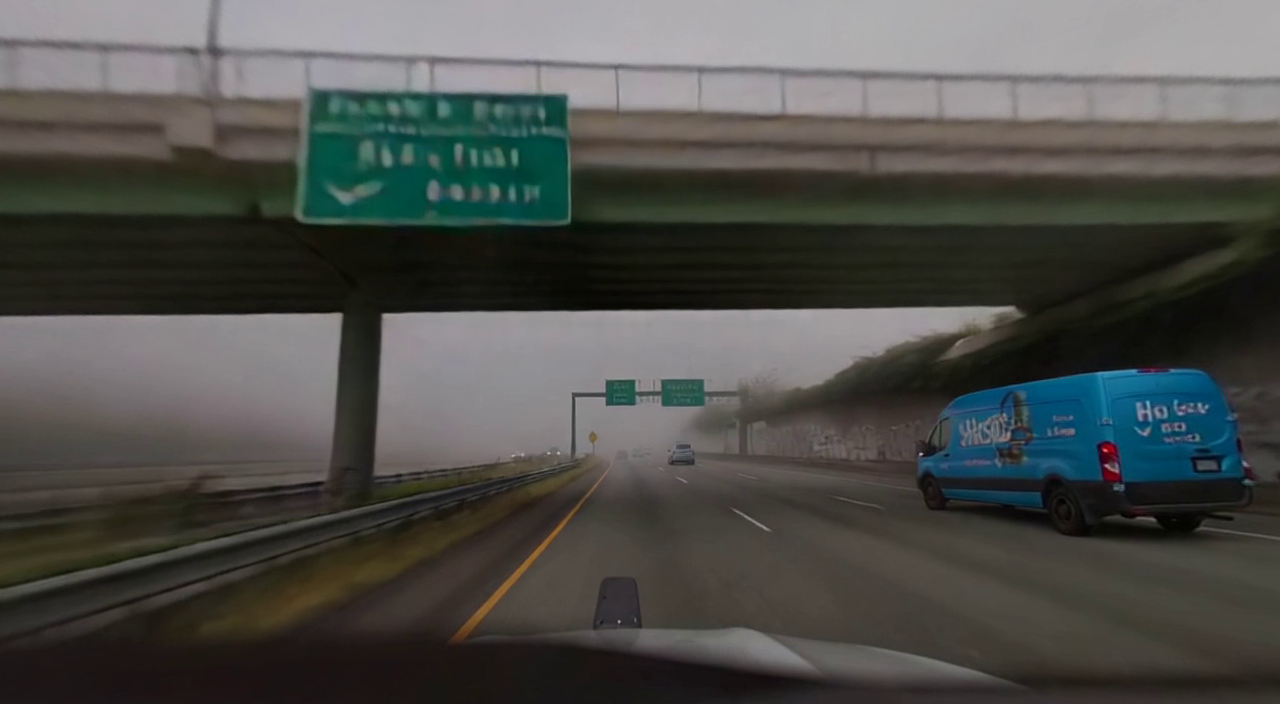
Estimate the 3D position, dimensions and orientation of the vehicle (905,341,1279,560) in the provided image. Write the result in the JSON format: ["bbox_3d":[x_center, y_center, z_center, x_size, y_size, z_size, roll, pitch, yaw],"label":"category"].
[{"bbox_3d":[6.933,1.605,10.538,2.283,2.631,5.719,0,-9,-2],"label":"vehicle"}]

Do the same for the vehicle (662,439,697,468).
[{"bbox_3d":[2.811,7.402,45.814,2.007,1.943,5.010,0,-9,-3],"label":"vehicle"}]
